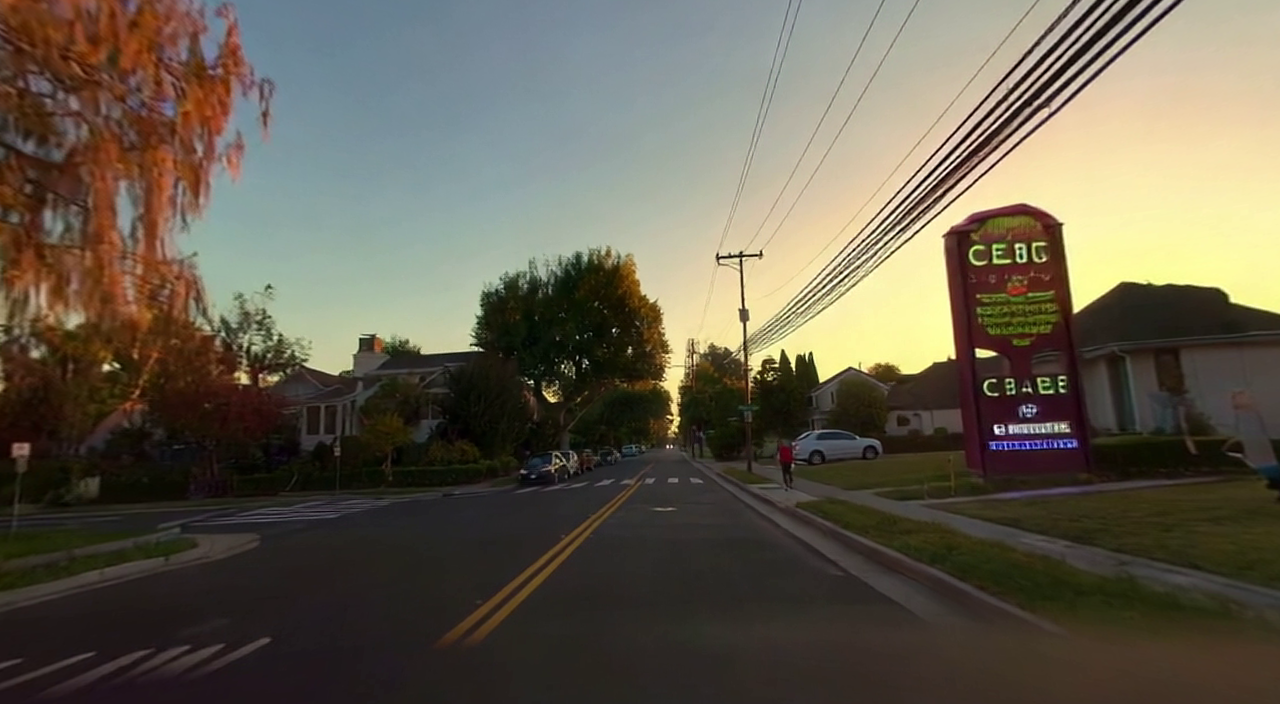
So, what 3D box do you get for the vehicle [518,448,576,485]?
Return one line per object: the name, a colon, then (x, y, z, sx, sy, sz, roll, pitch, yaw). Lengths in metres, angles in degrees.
vehicle: (-4.812, 5.970, 33.380, 2.203, 1.787, 4.704, -1, -8, 2)
